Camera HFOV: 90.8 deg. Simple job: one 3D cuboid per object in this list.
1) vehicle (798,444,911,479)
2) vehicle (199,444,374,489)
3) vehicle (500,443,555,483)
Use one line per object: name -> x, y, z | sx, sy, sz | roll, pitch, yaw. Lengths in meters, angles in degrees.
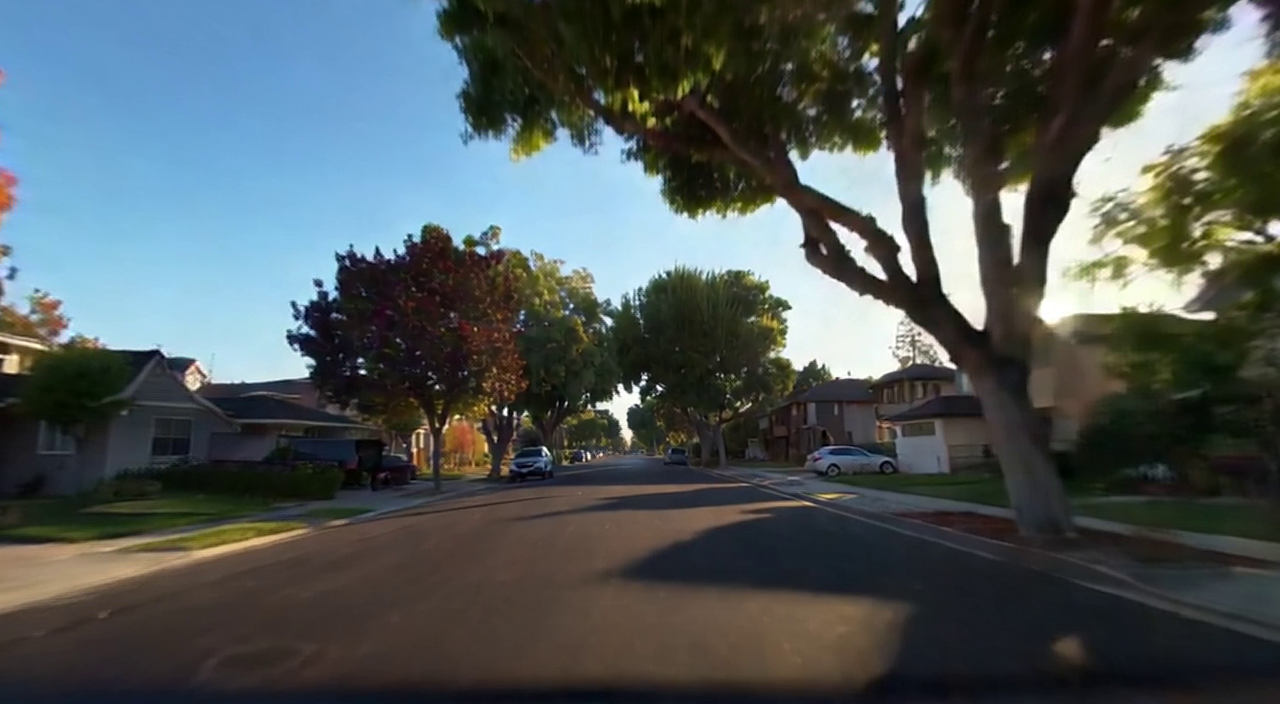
vehicle -> 9.941, 5.084, 29.507 | 4.497, 1.564, 1.948 | 0, -9, -2
vehicle -> -12.523, 4.076, 22.663 | 5.040, 1.541, 2.042 | 0, -9, 0
vehicle -> -5.968, 5.933, 34.243 | 2.341, 1.942, 5.044 | 0, -9, -3
